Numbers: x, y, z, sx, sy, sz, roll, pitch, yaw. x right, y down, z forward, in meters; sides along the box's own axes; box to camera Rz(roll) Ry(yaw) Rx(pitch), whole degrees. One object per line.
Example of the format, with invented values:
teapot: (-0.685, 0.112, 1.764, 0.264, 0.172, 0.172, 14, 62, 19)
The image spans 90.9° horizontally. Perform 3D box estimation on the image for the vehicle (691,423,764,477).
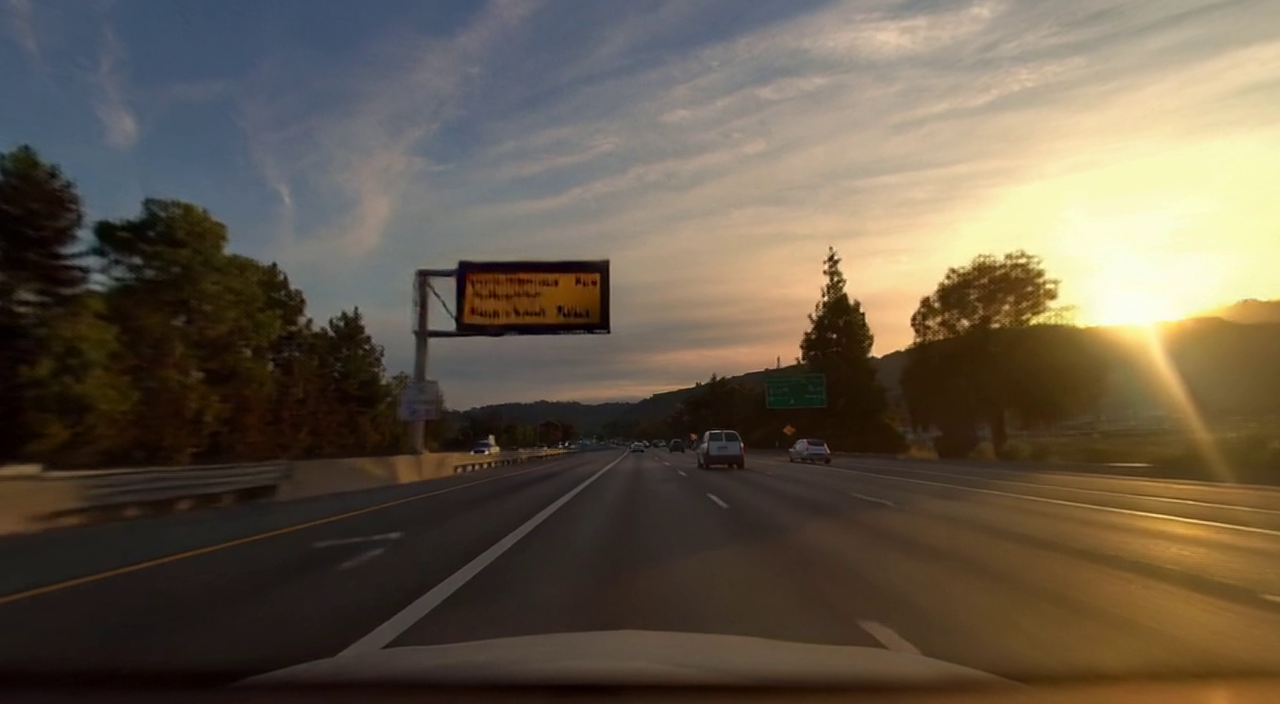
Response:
vehicle: (3.495, 4.060, 26.376, 2.218, 1.964, 5.662, 0, -8, 0)

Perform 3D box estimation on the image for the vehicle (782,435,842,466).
vehicle: (9.910, 5.714, 36.799, 2.045, 1.658, 4.598, 0, -8, -2)
